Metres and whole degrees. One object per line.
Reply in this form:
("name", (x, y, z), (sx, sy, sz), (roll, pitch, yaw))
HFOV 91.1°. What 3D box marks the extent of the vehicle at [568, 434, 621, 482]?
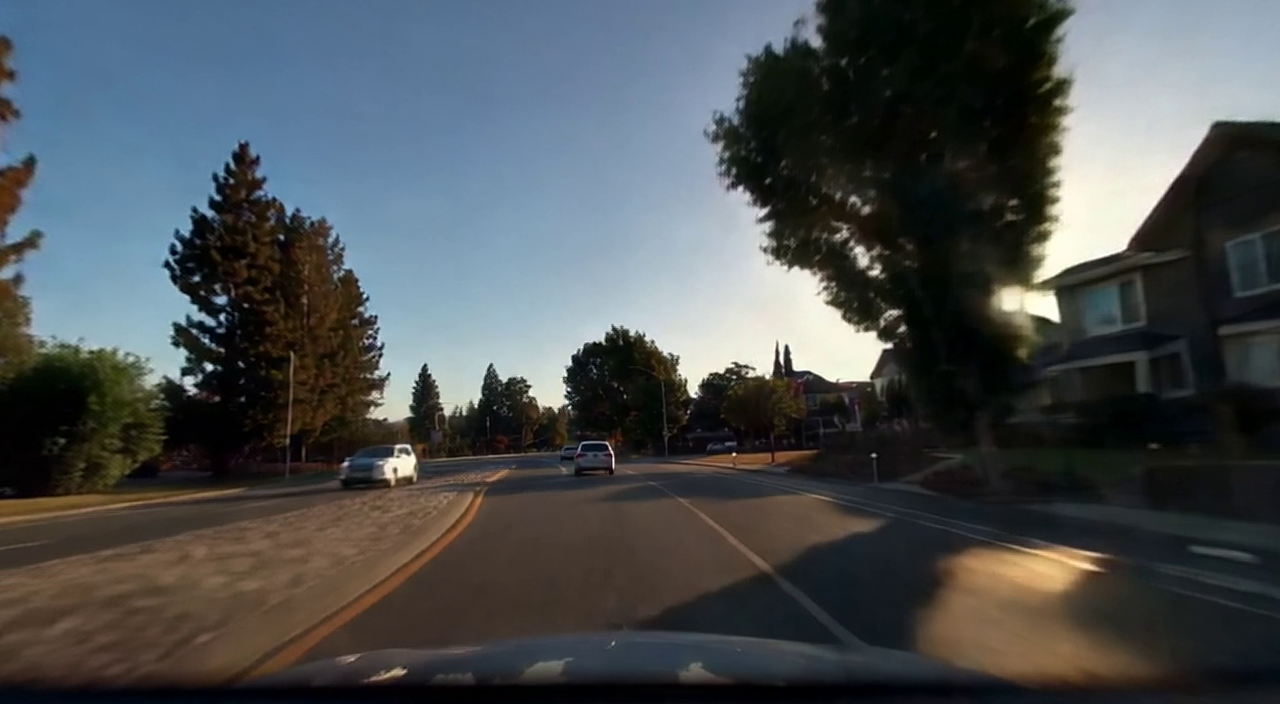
("vehicle", (-2.159, 4.822, 28.835), (2.072, 2.002, 4.391), (1, -9, -9))
